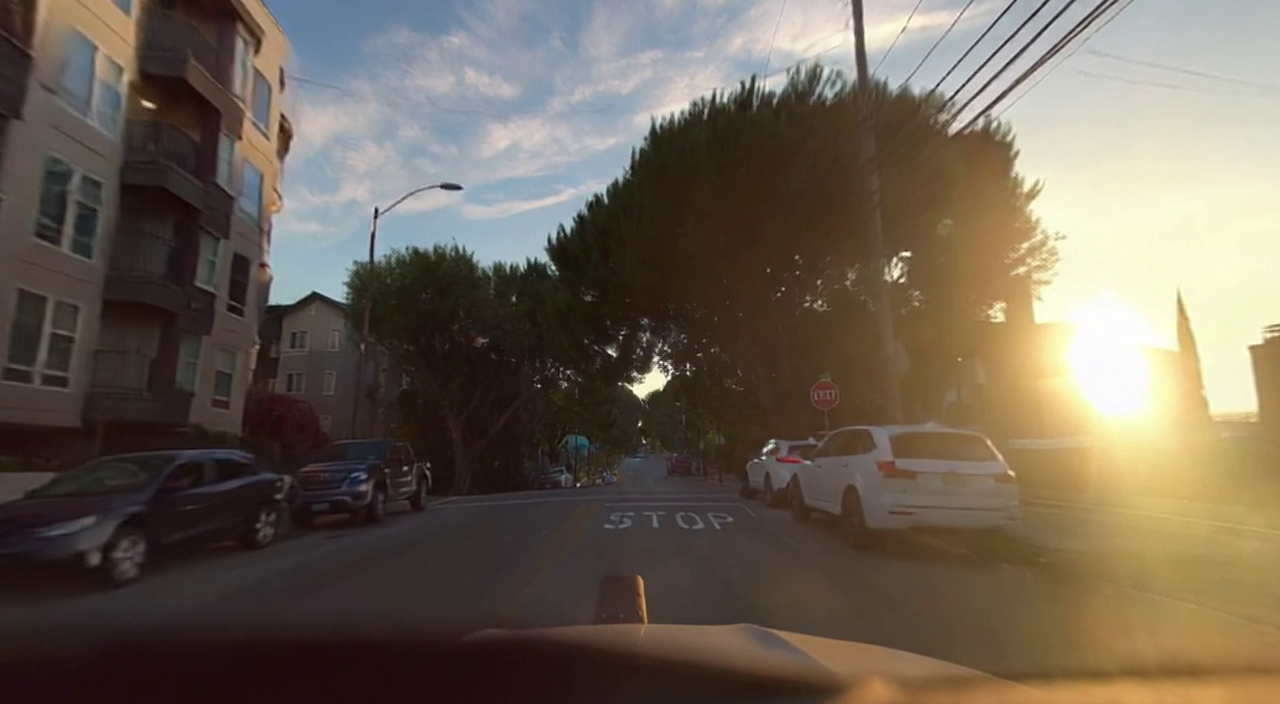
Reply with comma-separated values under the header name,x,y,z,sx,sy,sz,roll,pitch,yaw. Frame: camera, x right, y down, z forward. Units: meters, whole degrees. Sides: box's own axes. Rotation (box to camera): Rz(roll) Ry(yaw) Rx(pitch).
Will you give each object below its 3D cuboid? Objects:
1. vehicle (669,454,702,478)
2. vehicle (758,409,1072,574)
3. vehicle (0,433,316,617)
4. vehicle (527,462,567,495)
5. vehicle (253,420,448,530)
name,x,y,z,sx,sy,sz,roll,pitch,yaw
vehicle,3.376,8.653,48.001,2.051,1.526,4.673,0,-7,-2
vehicle,3.337,1.800,8.984,2.154,1.699,4.591,0,-8,-4
vehicle,-6.295,1.927,8.003,2.069,1.647,4.359,-2,-8,0
vehicle,-5.894,8.030,40.351,1.987,1.662,4.141,-2,-7,-1
vehicle,-6.117,2.738,14.249,2.076,1.913,5.060,-3,-10,-1
